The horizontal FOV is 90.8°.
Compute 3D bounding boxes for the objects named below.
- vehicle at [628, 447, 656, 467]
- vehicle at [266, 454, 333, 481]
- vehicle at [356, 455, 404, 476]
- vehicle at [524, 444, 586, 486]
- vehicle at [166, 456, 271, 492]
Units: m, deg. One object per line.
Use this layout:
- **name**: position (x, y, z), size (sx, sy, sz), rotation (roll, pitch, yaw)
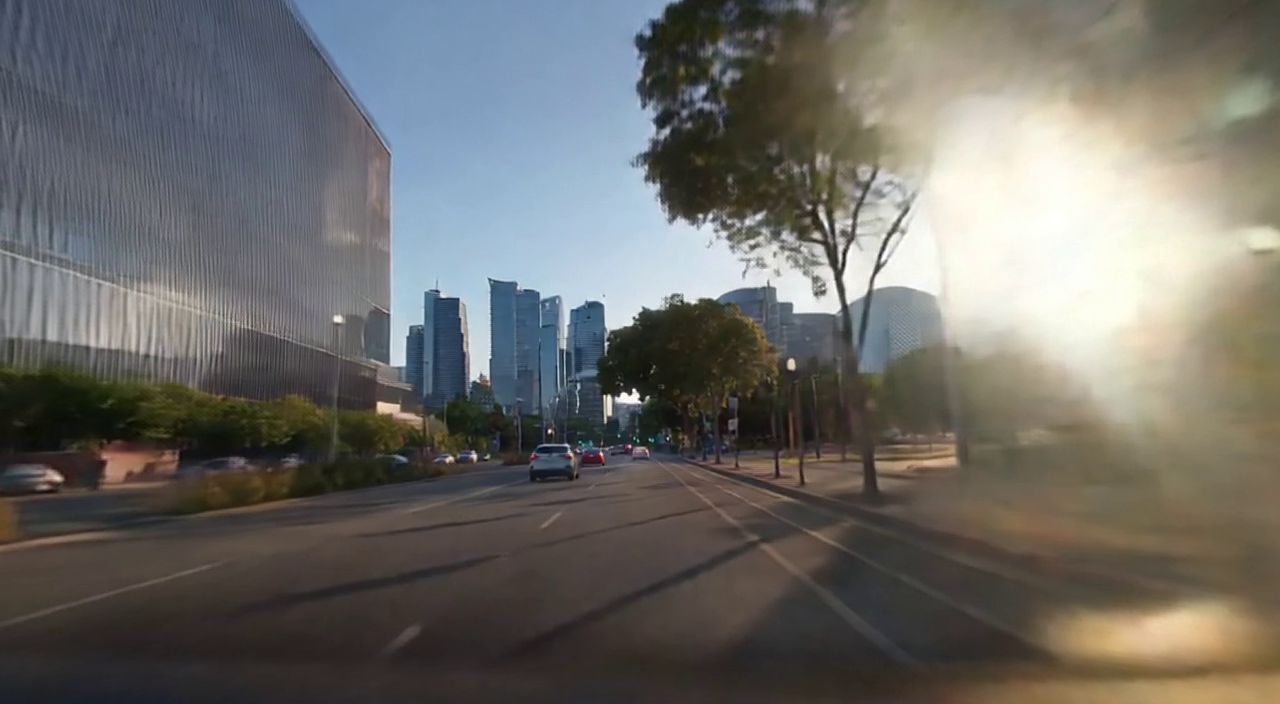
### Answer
- **vehicle**: position (0.160, 8.095, 48.918), size (2.102, 1.482, 4.125), rotation (0, -8, 0)
- **vehicle**: position (-23.864, 8.078, 44.515), size (1.978, 1.739, 4.895), rotation (0, -8, -1)
- **vehicle**: position (-20.458, 8.919, 49.861), size (1.856, 1.471, 4.445), rotation (0, -8, 0)
- **vehicle**: position (-3.364, 4.534, 25.706), size (1.983, 1.545, 3.773), rotation (0, -8, 0)
- **vehicle**: position (-20.180, 5.834, 30.515), size (1.959, 1.536, 4.455), rotation (0, -8, 0)
